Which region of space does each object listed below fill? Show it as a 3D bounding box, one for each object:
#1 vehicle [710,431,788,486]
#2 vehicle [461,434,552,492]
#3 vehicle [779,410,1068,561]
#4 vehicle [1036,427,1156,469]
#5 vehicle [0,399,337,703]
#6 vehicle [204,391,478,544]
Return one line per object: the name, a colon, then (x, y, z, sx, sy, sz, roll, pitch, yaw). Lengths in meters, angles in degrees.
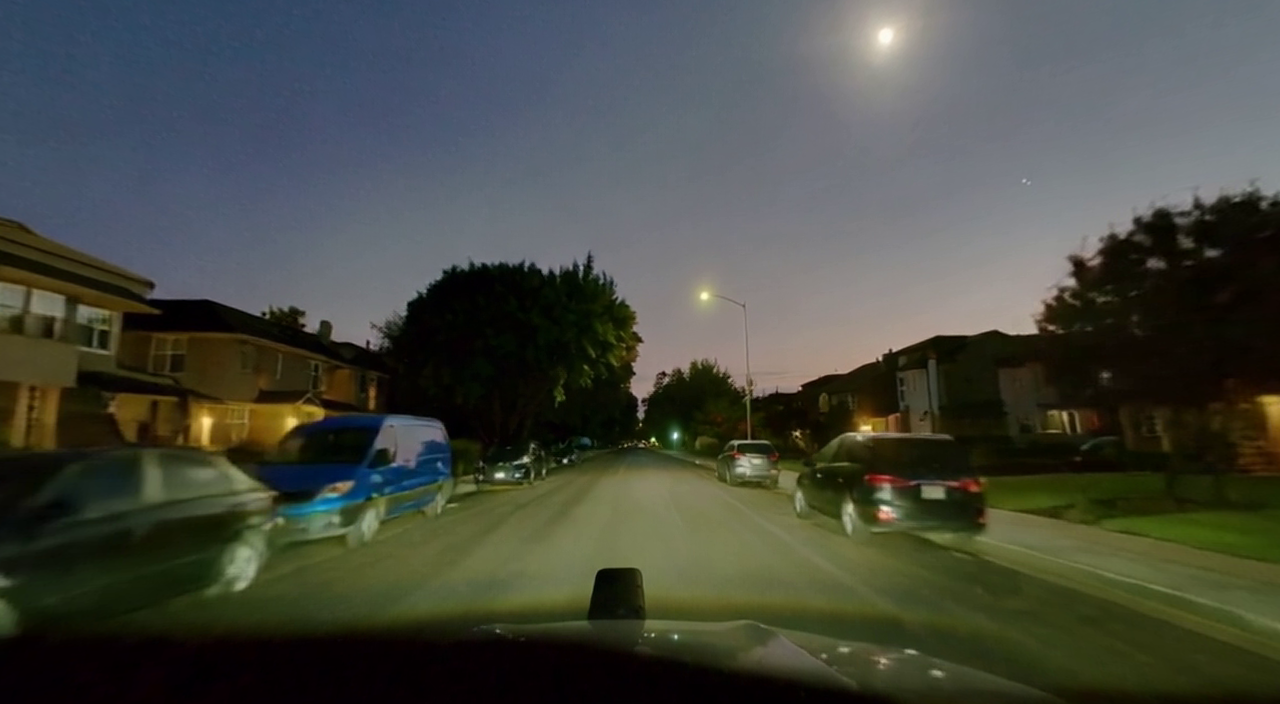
vehicle: (3.890, 3.900, 23.457, 2.173, 1.806, 4.701, 0, -8, 1)
vehicle: (-4.372, 3.714, 21.432, 2.157, 1.736, 4.104, -1, -8, 1)
vehicle: (4.095, 2.058, 10.664, 2.152, 1.810, 5.846, 1, -8, 0)
vehicle: (19.262, 4.084, 26.961, 2.086, 1.658, 4.154, 0, -9, 2)
vehicle: (-4.523, 1.310, 4.752, 2.116, 1.659, 4.832, -3, -7, 0)
vehicle: (-4.646, 1.884, 11.163, 2.087, 1.993, 5.635, 0, -7, 0)
